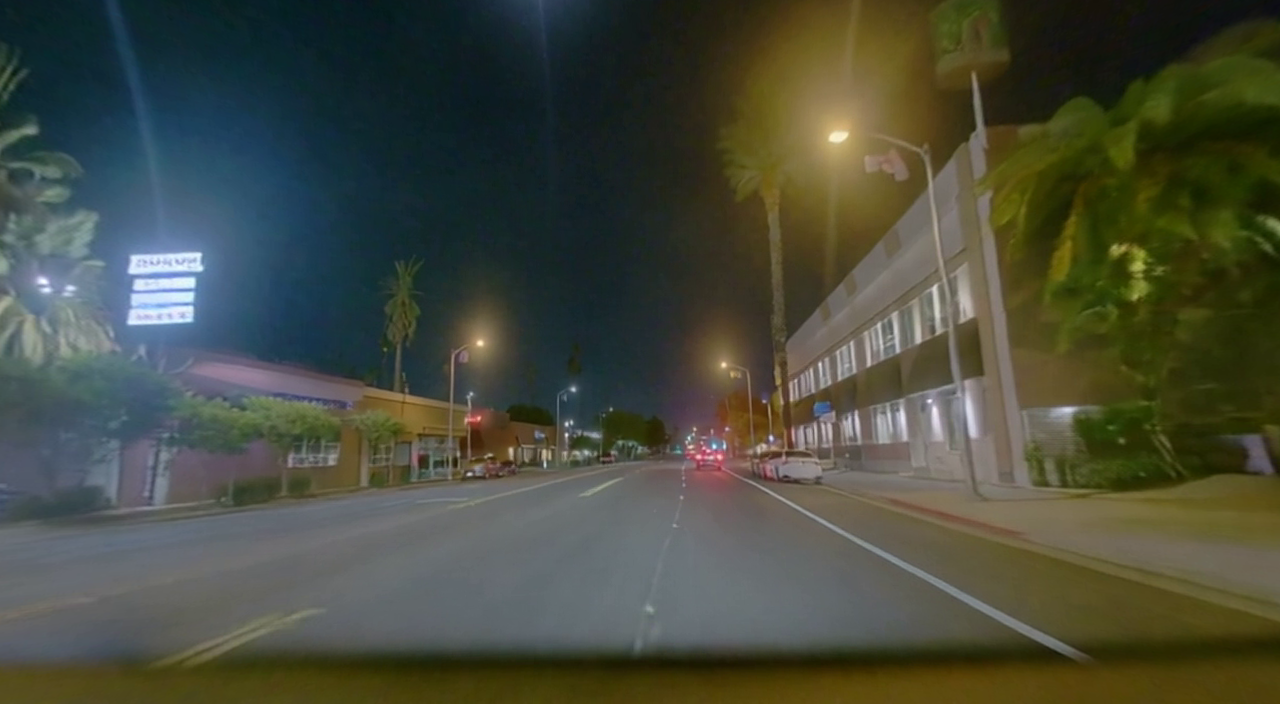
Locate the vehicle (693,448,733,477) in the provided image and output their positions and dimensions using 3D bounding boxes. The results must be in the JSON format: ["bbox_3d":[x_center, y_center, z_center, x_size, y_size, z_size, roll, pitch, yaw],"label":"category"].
[{"bbox_3d":[4.098,6.155,35.430,2.067,1.477,4.653,-1,-9,6],"label":"vehicle"}]

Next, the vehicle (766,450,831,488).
[{"bbox_3d":[6.808,5.036,27.597,1.834,1.504,4.331,0,-8,1],"label":"vehicle"}]

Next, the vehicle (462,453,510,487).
[{"bbox_3d":[-10.999,8.433,45.544,1.949,2.026,5.141,2,-7,2],"label":"vehicle"}]
